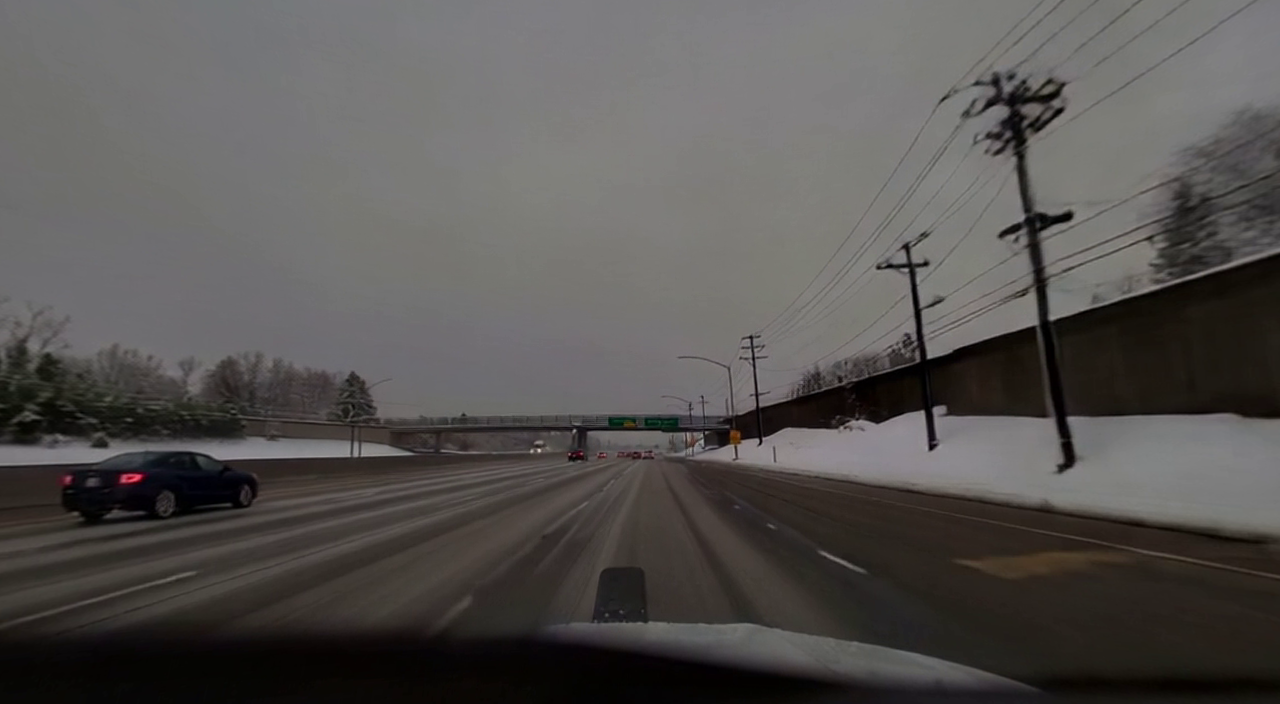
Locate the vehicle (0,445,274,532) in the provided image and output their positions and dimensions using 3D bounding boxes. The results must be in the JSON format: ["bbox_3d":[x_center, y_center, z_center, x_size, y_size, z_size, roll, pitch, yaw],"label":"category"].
[{"bbox_3d":[-10.102,2.693,13.210,2.056,1.476,4.562,0,-8,1],"label":"vehicle"}]
